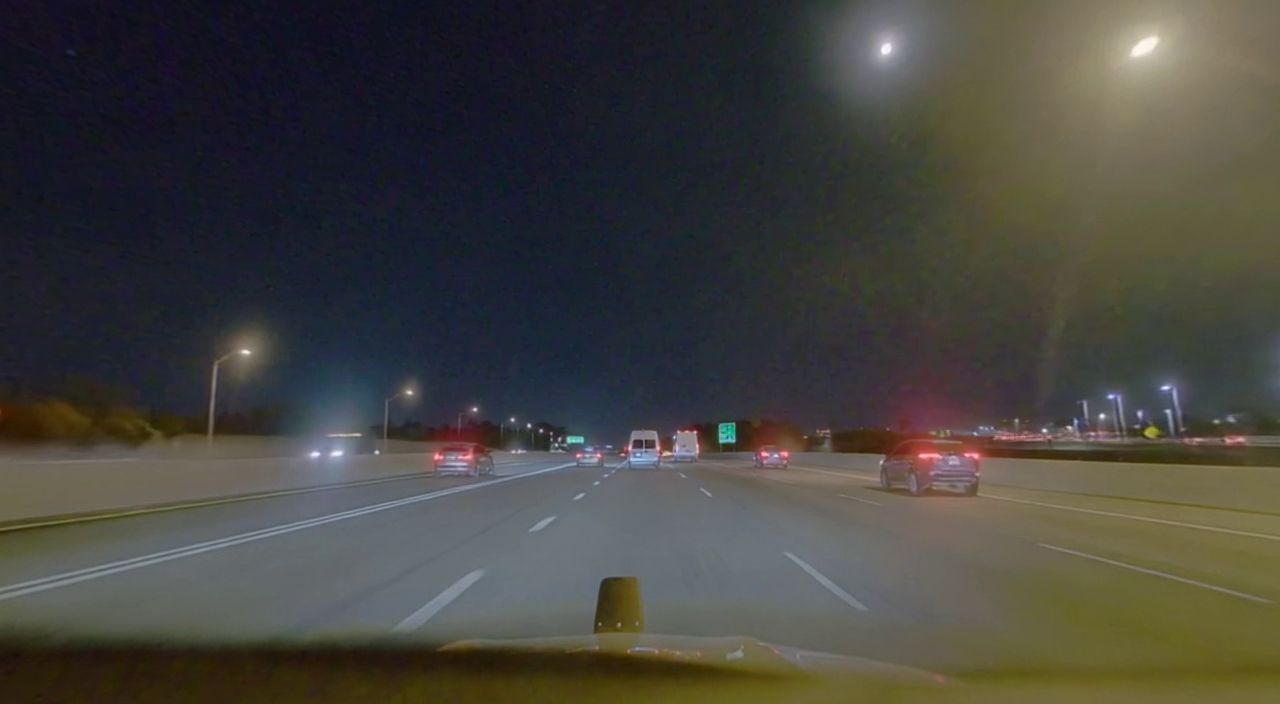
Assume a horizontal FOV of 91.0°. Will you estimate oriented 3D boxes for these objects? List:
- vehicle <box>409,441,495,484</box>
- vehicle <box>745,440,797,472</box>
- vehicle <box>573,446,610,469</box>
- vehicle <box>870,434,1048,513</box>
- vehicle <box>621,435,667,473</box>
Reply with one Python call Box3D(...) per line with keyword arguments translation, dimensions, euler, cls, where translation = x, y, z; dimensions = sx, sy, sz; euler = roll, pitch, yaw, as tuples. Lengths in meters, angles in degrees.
Box3D(translation=(-7.632, 4.512, 26.072), dimensions=(2.108, 1.619, 4.548), euler=(0, -9, 1), cls="vehicle")
Box3D(translation=(7.968, 6.389, 38.798), dimensions=(2.147, 1.808, 5.243), euler=(0, -9, 0), cls="vehicle")
Box3D(translation=(-3.466, 7.614, 45.775), dimensions=(2.173, 1.542, 4.781), euler=(0, -9, 1), cls="vehicle")
Box3D(translation=(7.658, 2.939, 15.768), dimensions=(2.146, 1.678, 4.489), euler=(0, -9, 1), cls="vehicle")
Box3D(translation=(0.210, 5.937, 36.898), dimensions=(2.509, 2.062, 4.639), euler=(0, -9, 0), cls="vehicle")
